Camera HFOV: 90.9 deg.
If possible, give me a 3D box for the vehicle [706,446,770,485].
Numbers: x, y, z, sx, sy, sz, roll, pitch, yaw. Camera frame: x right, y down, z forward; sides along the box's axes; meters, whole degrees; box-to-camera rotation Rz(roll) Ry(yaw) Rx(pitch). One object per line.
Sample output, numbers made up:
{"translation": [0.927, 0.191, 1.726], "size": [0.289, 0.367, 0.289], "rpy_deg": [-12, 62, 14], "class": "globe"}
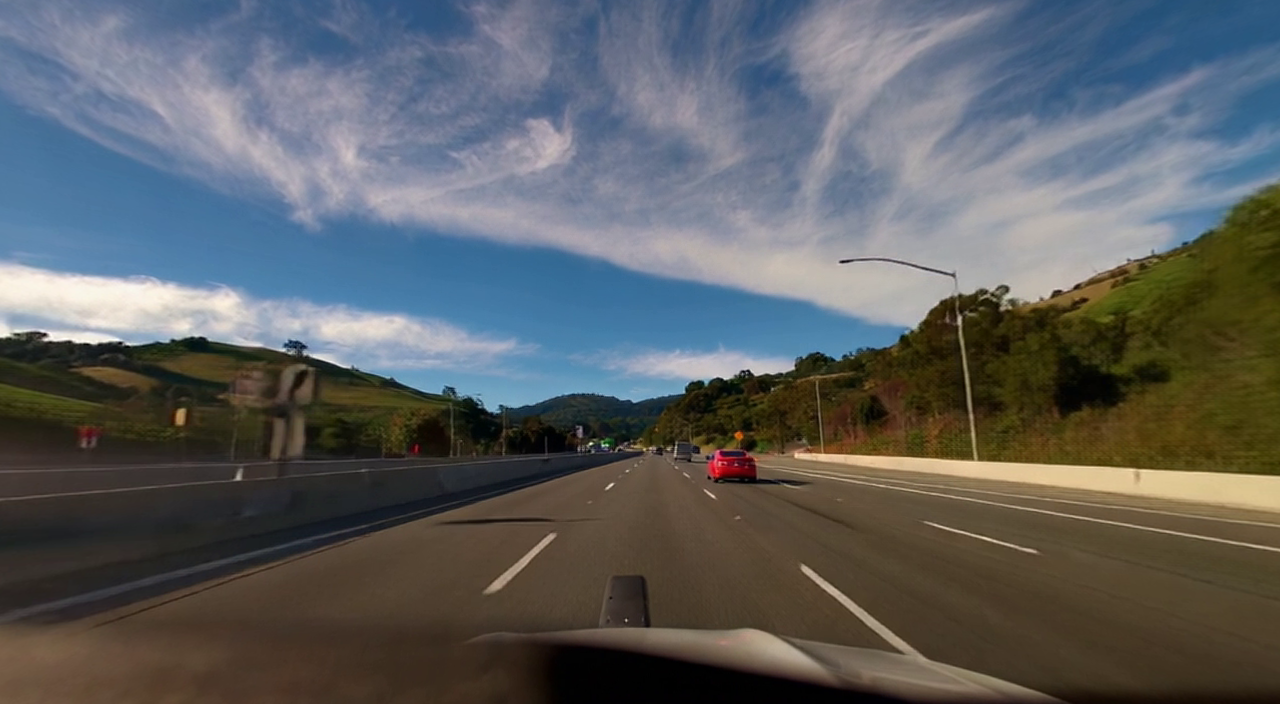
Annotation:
{"translation": [3.978, 4.657, 26.313], "size": [1.916, 1.469, 4.481], "rpy_deg": [0, -8, 0], "class": "vehicle"}
